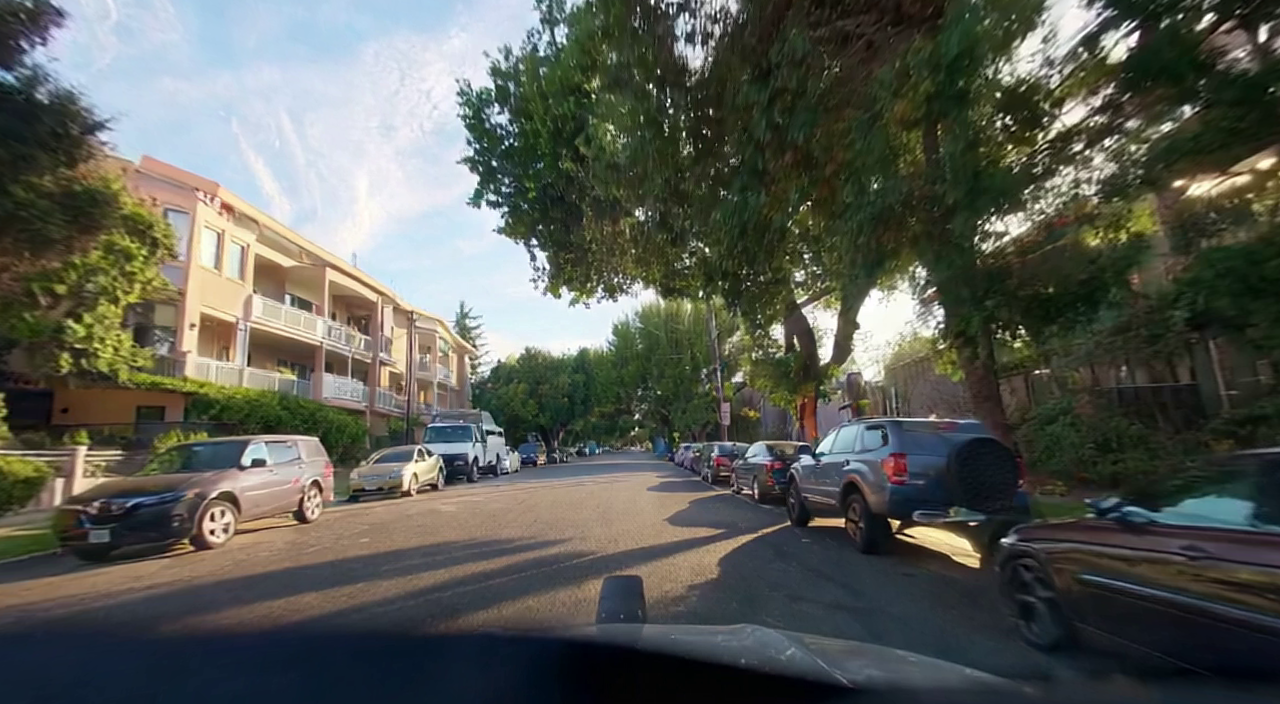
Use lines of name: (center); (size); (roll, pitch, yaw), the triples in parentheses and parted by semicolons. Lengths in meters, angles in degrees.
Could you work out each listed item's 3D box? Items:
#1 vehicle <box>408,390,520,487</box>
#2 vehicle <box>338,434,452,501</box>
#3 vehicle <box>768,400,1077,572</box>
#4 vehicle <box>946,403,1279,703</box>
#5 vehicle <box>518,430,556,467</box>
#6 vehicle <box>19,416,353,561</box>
vehicle: (-7.542, 3.866, 28.013); (2.901, 3.610, 6.707); (-3, -9, 1)
vehicle: (-7.747, 3.699, 20.494); (1.955, 1.804, 4.523); (-3, -9, -1)
vehicle: (3.651, 1.842, 9.476); (2.185, 1.888, 4.724); (0, -9, -4)
vehicle: (3.799, 1.067, 3.127); (2.051, 1.550, 4.938); (0, -9, 0)
vehicle: (-7.213, 6.818, 44.516); (1.889, 2.463, 4.142); (0, -9, 1)
vehicle: (-7.592, 2.283, 11.566); (2.209, 2.003, 5.270); (0, -8, -1)
